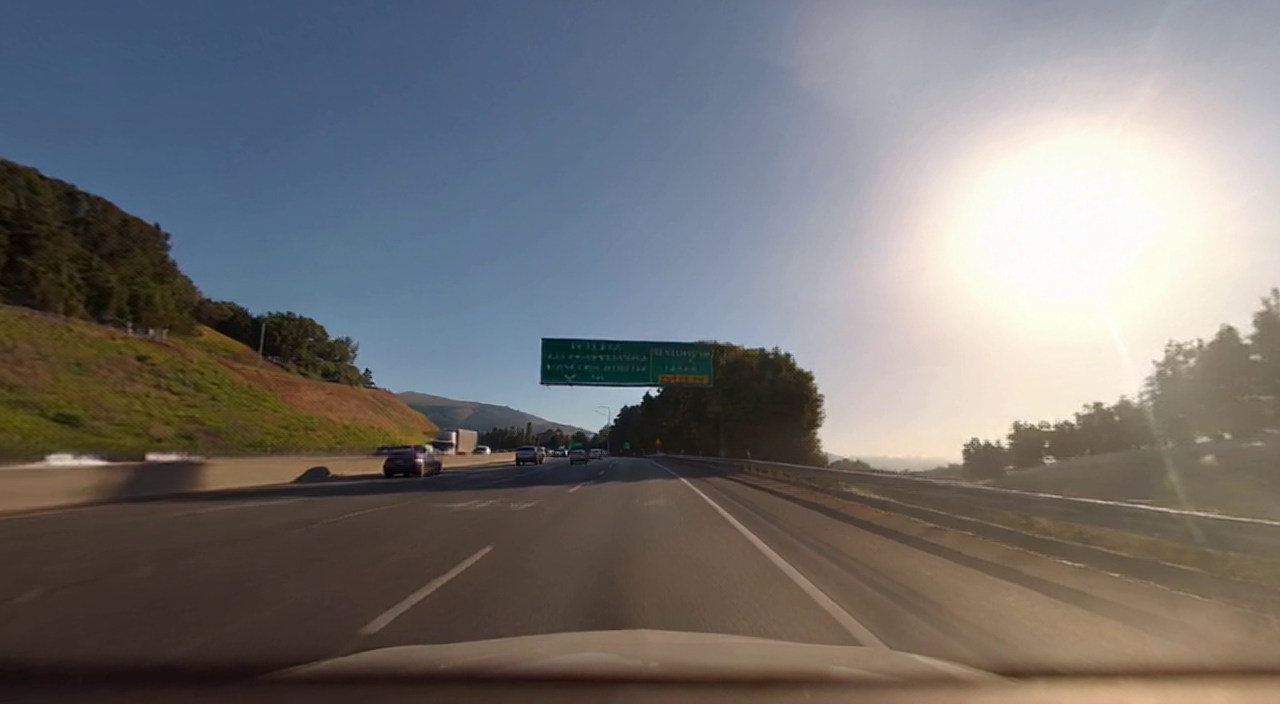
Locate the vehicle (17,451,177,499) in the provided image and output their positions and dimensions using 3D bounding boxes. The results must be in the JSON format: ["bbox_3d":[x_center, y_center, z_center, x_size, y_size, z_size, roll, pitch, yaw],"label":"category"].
[{"bbox_3d":[-18.428,4.155,21.627,1.831,1.434,4.144,0,-8,-1],"label":"vehicle"}]

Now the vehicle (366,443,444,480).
[{"bbox_3d":[-11.159,5.198,30.205,2.001,1.625,4.528,0,-8,0],"label":"vehicle"}]
